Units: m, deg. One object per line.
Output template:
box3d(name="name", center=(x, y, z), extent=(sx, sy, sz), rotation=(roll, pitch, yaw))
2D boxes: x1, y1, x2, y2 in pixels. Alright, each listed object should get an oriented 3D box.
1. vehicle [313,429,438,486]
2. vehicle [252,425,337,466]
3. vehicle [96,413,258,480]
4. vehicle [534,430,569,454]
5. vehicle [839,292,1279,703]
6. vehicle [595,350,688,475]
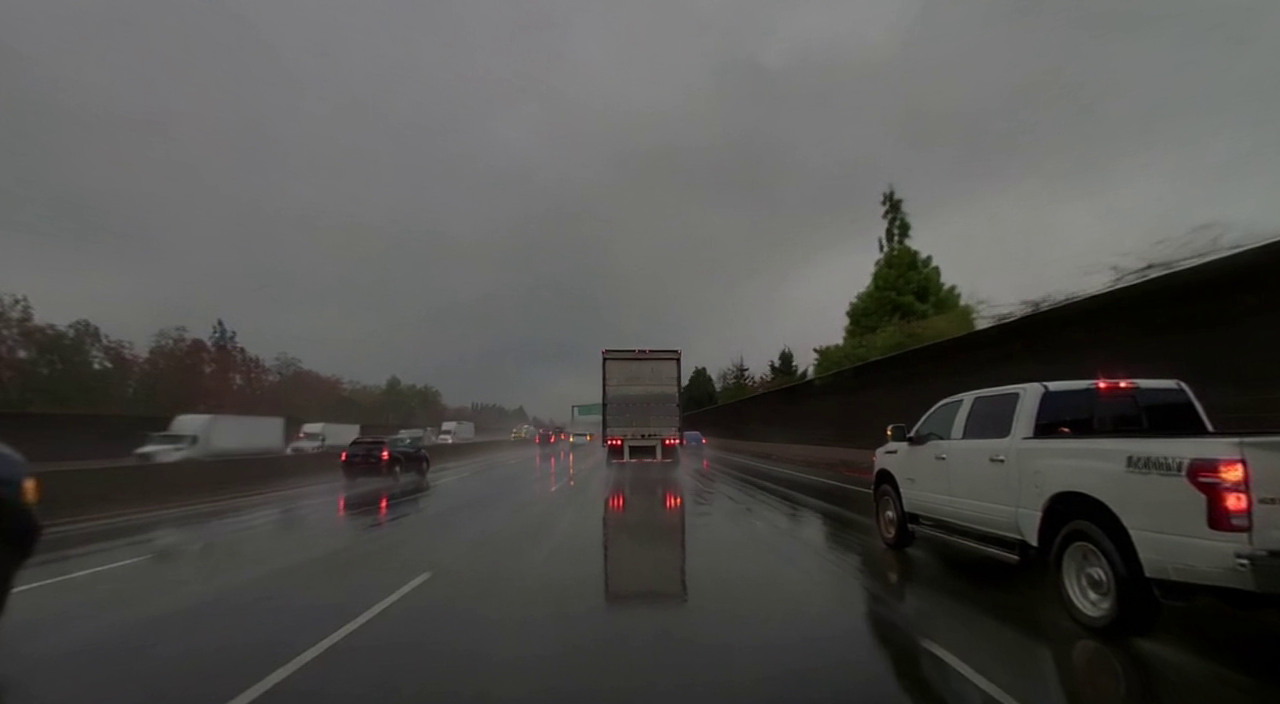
box3d(name="vehicle", center=(-7.782, 3.114, 18.960), extent=(2.059, 1.500, 4.001), rotation=(0, -8, -1))
box3d(name="vehicle", center=(-24.174, 6.561, 44.328), extent=(2.395, 2.623, 6.450), rotation=(0, -8, -1))
box3d(name="vehicle", center=(-19.511, 4.011, 27.033), extent=(2.310, 2.527, 6.025), rotation=(0, -8, 0))
box3d(name="vehicle", center=(-6.424, 6.560, 46.062), extent=(2.134, 1.650, 4.133), rotation=(0, -8, -3))
box3d(name="vehicle", center=(3.532, 0.980, 5.057), extent=(2.118, 1.832, 4.901), rotation=(0, -8, -2))
box3d(name="vehicle", center=(-0.244, 2.584, 25.043), extent=(2.904, 3.915, 10.473), rotation=(0, -8, -3))
